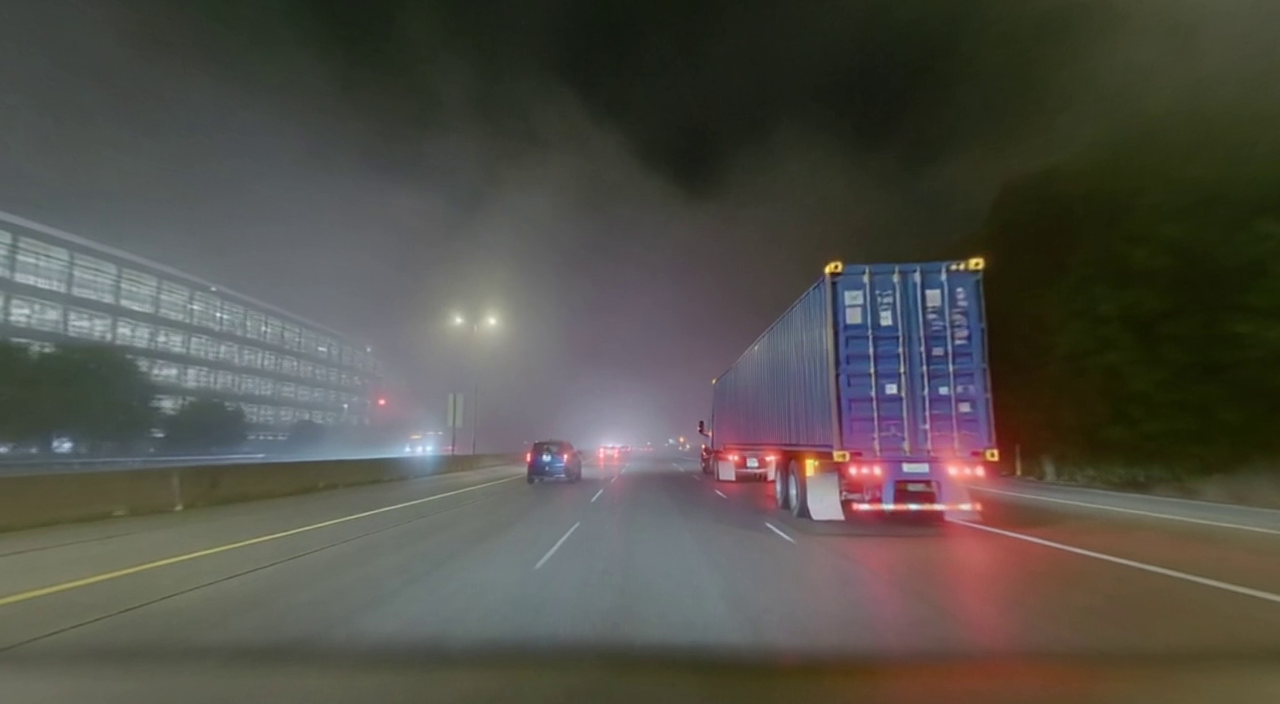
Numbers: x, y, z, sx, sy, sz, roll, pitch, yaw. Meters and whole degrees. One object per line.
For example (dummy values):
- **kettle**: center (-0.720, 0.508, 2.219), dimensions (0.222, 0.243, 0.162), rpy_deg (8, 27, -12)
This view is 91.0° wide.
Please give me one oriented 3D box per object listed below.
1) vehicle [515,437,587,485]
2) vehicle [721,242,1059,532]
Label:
- **vehicle**: center (-3.073, 3.848, 22.467), dimensions (1.954, 1.528, 4.010), rpy_deg (0, -9, 0)
- **vehicle**: center (4.209, 1.420, 15.371), dimensions (2.893, 3.992, 13.605), rpy_deg (0, -9, 1)
